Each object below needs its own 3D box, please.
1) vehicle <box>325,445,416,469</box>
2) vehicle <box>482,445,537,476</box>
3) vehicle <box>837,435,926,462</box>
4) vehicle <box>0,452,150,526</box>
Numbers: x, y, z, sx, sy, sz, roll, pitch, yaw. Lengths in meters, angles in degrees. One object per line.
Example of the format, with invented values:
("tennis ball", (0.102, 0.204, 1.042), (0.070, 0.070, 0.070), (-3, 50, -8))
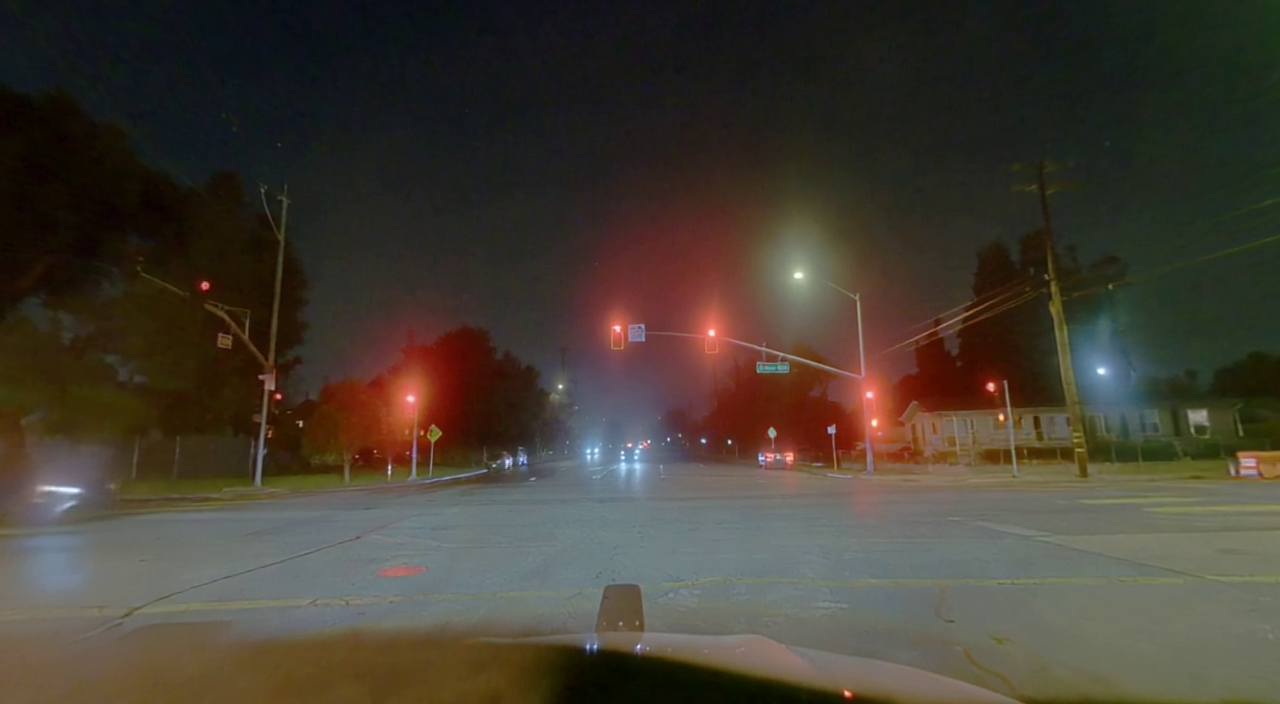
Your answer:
("vehicle", (-16.392, 6.377, 38.598), (4.713, 1.409, 1.918), (0, -8, -2))
("vehicle", (-6.605, 5.531, 32.397), (1.881, 1.452, 4.121), (0, -8, 0))
("vehicle", (15.376, 6.175, 40.326), (4.892, 1.656, 1.856), (0, -8, 0))
("vehicle", (-14.294, 3.019, 14.152), (4.860, 1.483, 2.077), (0, -8, -1))
